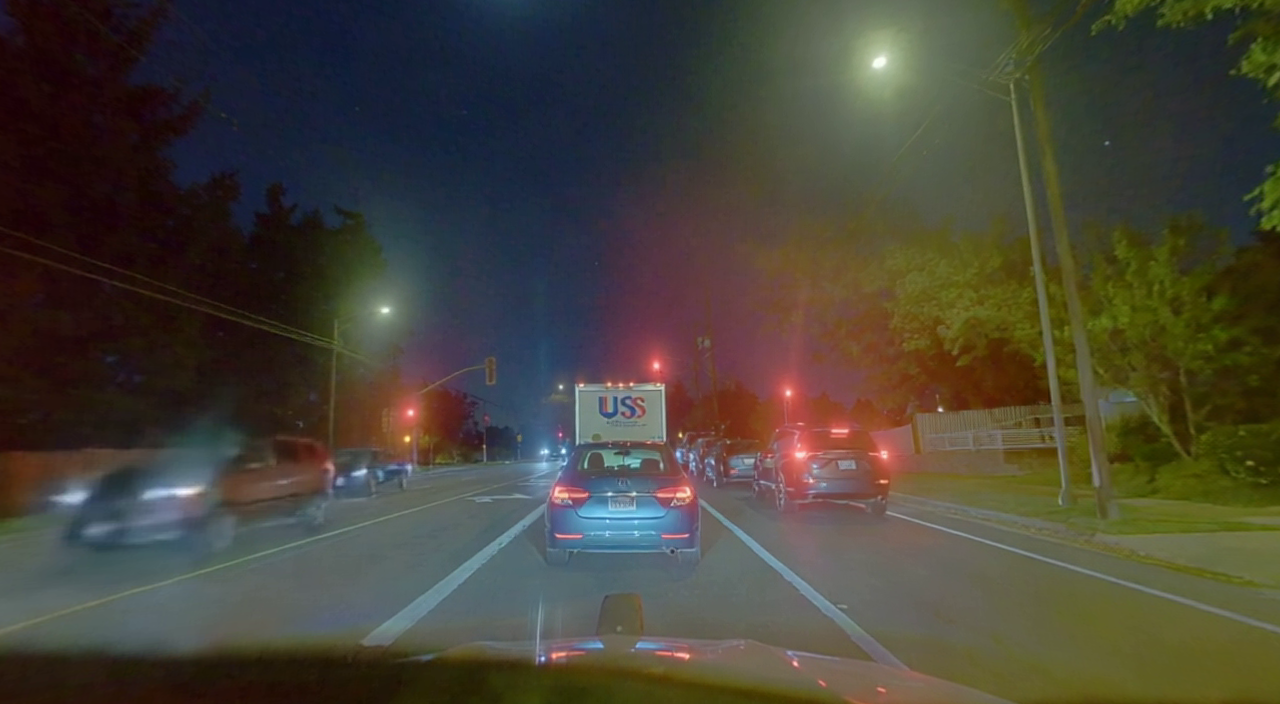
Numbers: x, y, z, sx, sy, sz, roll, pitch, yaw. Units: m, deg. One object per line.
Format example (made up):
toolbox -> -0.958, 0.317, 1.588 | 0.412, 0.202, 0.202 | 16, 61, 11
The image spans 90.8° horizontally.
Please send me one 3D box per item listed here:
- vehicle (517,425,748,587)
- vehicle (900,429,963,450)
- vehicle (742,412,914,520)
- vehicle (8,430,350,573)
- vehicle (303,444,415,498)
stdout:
vehicle -> -0.126, 1.738, 8.033 | 2.135, 1.483, 4.207 | 0, -8, -2
vehicle -> 21.401, 6.465, 46.437 | 3.880, 1.447, 1.778 | 2, -9, -15
vehicle -> 3.598, 2.295, 13.191 | 2.145, 1.847, 4.524 | 0, -8, -1
vehicle -> -6.351, 2.053, 9.505 | 1.962, 1.640, 4.161 | 0, -8, 0
vehicle -> -9.732, 4.110, 22.324 | 1.857, 1.682, 4.393 | 0, -8, 0
